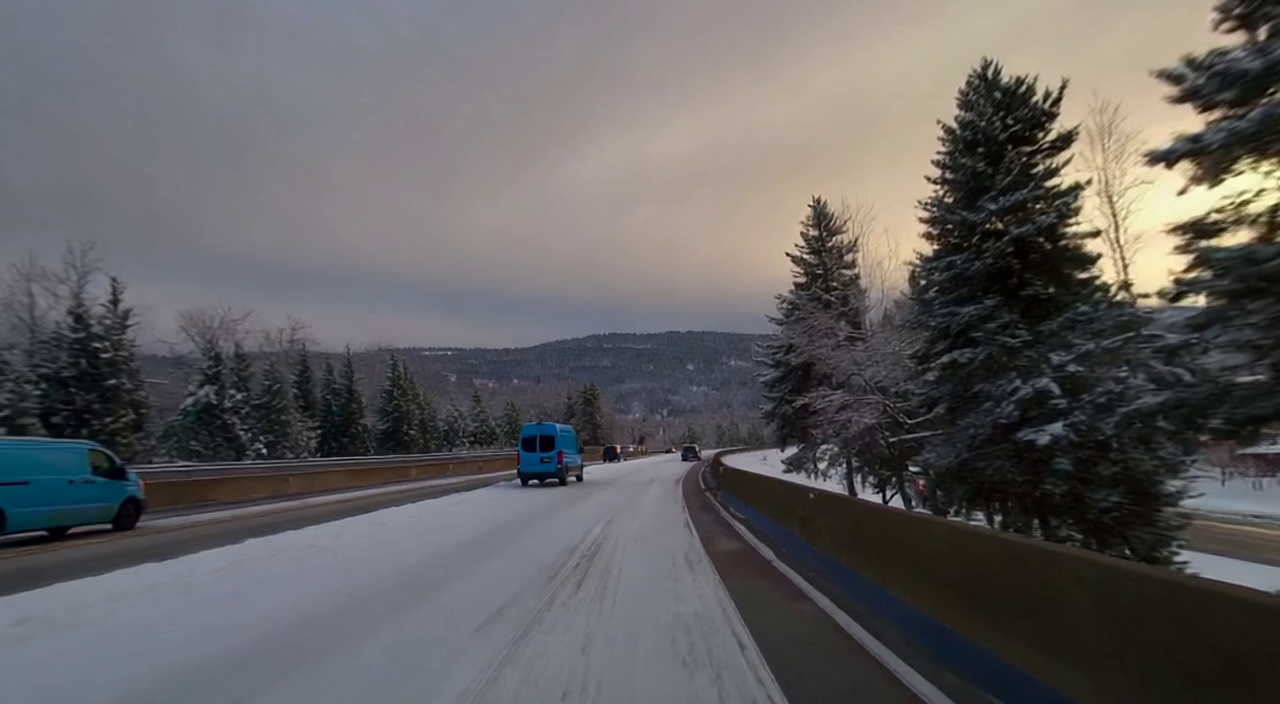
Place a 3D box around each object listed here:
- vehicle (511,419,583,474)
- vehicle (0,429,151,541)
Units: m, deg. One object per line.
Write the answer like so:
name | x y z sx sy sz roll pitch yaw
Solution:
vehicle | -4.904 5.181 34.525 2.314 2.703 6.441 -1 -9 6
vehicle | -9.691 1.880 9.037 1.821 1.524 4.342 0 -9 1
